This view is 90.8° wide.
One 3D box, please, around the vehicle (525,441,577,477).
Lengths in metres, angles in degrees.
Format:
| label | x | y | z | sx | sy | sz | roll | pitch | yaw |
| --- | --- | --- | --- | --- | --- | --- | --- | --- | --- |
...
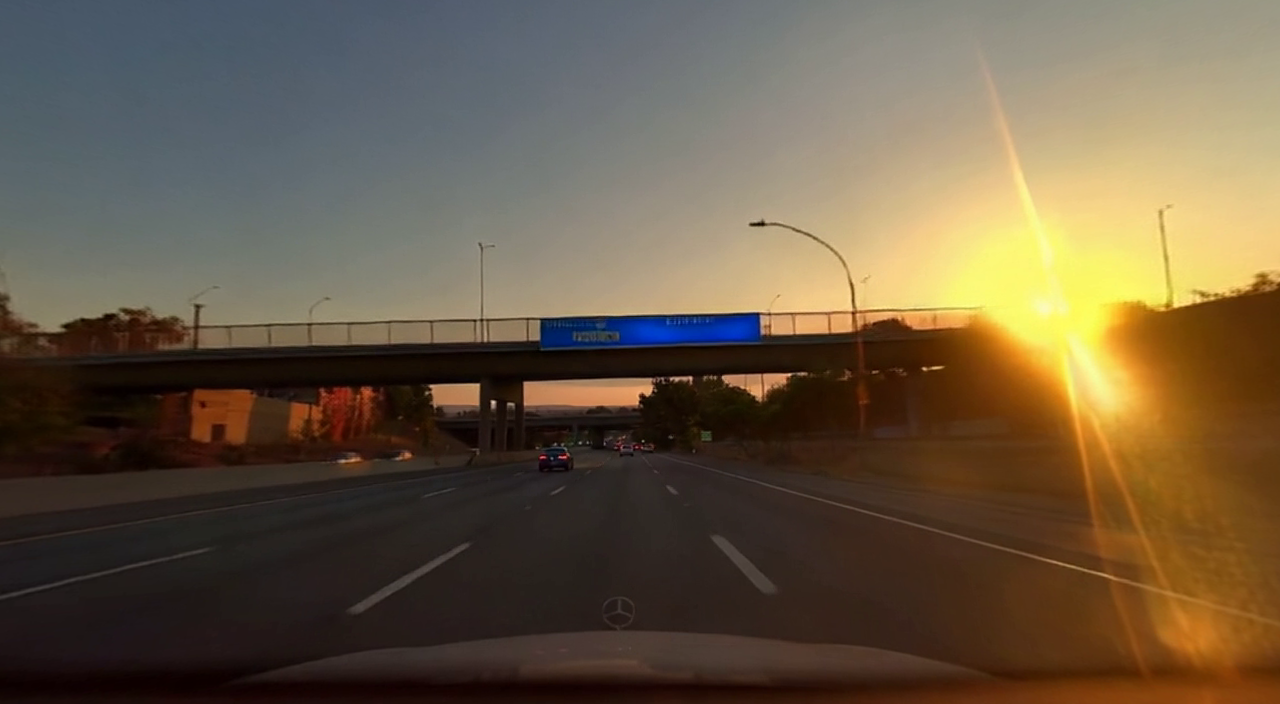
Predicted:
| label | x | y | z | sx | sy | sz | roll | pitch | yaw |
| --- | --- | --- | --- | --- | --- | --- | --- | --- | --- |
| vehicle | -4.603 | 5.591 | 33.289 | 2.102 | 1.727 | 4.704 | 0 | -9 | 0 |
